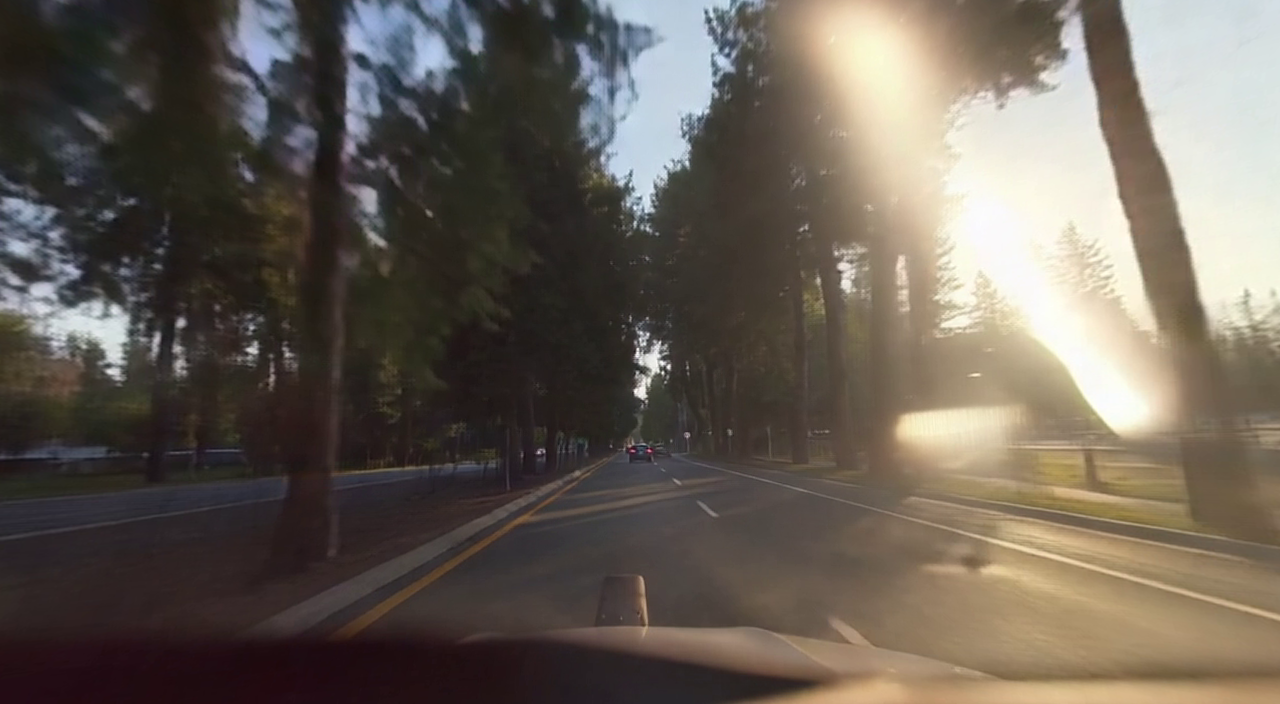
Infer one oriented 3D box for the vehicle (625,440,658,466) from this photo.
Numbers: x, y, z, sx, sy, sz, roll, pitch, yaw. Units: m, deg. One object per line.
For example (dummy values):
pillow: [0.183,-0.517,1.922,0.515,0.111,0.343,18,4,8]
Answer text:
vehicle: [0.052,6.623,41.521,2.048,1.584,4.393,0,-9,-1]
